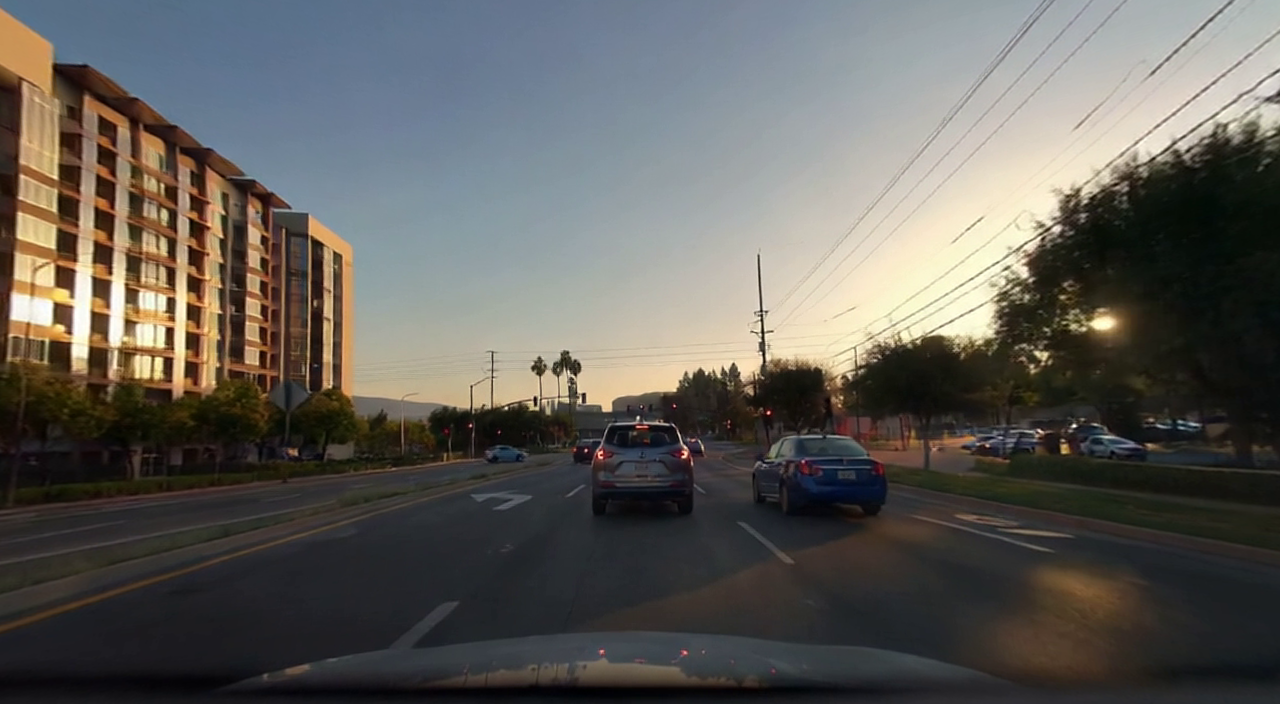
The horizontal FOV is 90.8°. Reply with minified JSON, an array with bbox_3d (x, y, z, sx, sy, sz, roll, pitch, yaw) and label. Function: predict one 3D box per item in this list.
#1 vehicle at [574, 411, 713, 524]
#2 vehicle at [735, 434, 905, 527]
[{"bbox_3d":[0.069,2.159,12.279,2.189,1.776,4.342,0,-8,0],"label":"vehicle"},{"bbox_3d":[3.231,2.400,12.461,1.990,1.482,4.575,0,-8,0],"label":"vehicle"}]
